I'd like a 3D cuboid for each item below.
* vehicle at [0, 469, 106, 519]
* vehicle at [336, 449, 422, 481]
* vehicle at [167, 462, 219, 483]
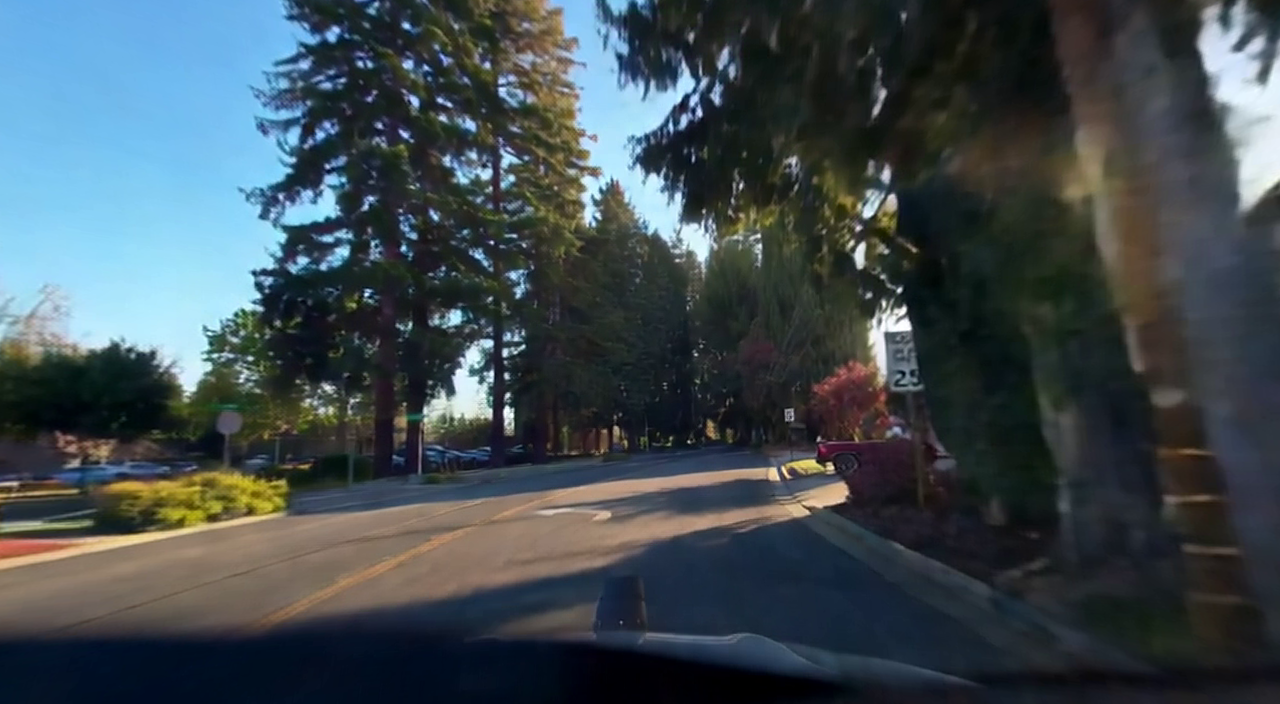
[{"bbox_3d":[-21.804,4.839,21.558,4.943,1.493,2.036,2,-9,-15],"label":"vehicle"},{"bbox_3d":[-15.633,6.749,37.938,4.675,1.442,1.906,-1,-7,-23],"label":"vehicle"},{"bbox_3d":[-35.295,9.454,49.804,4.305,1.465,1.903,-6,-10,35],"label":"vehicle"}]
